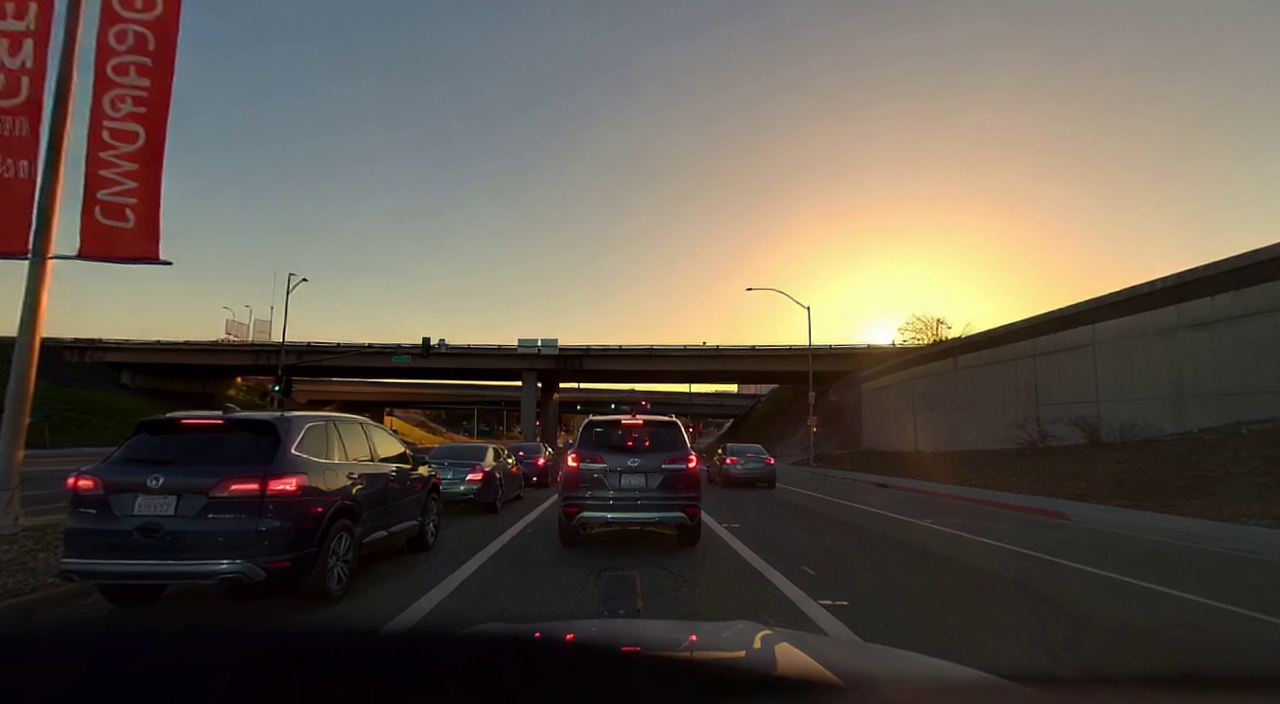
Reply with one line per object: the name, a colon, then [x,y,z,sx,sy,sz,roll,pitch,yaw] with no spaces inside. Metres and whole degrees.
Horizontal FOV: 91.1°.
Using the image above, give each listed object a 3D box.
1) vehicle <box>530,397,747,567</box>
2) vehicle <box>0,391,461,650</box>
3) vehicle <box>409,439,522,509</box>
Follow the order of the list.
vehicle: [-0.094,1.775,9.305,2.409,1.864,4.471,0,-9,-2]
vehicle: [-3.499,1.441,6.391,2.039,1.709,4.265,0,-9,0]
vehicle: [-4.147,2.943,15.538,1.797,1.505,3.506,0,-9,0]
